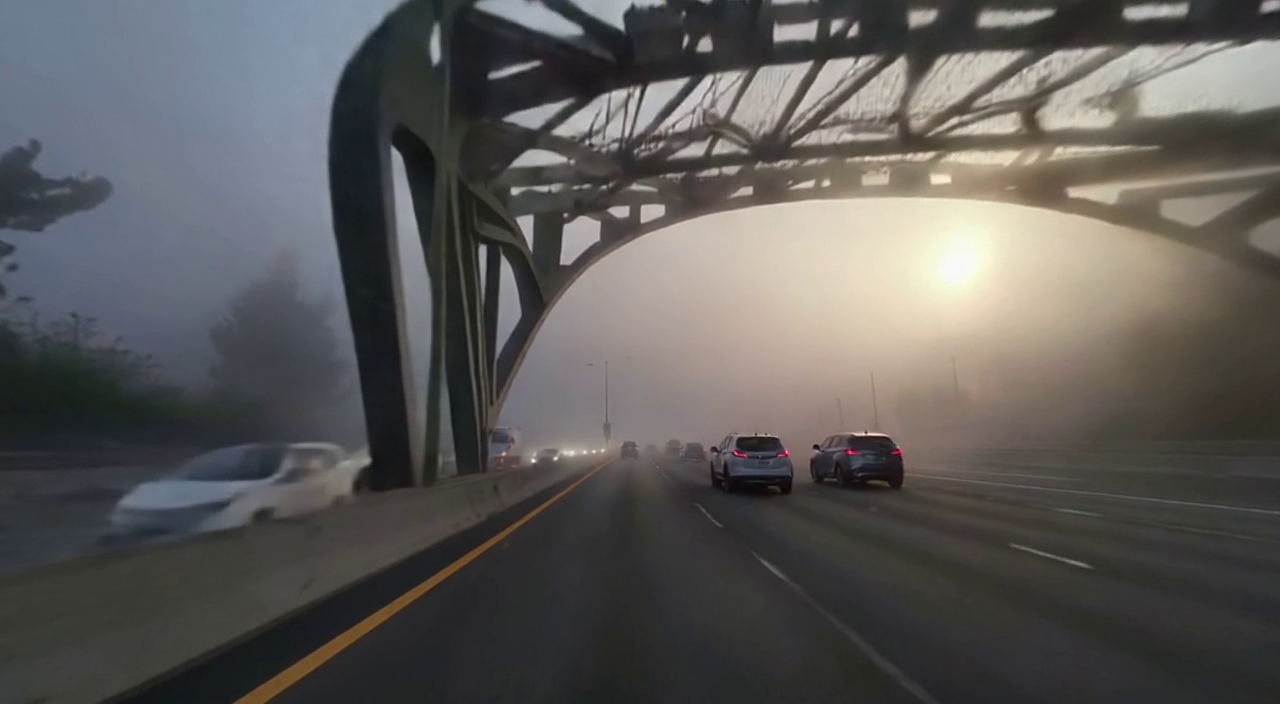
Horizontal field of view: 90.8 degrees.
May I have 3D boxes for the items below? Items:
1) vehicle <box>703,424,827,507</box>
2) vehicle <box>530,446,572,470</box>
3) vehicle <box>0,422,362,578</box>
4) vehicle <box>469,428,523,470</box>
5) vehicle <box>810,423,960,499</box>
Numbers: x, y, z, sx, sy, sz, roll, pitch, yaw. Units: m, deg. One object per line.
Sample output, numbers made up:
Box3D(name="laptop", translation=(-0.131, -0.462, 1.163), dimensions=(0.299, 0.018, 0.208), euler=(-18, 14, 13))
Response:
Box3D(name="vehicle", translation=(2.856, 2.712, 15.513), dimensions=(2.059, 1.711, 4.302), euler=(0, -9, -1))
Box3D(name="vehicle", translation=(-5.737, 6.855, 41.191), dimensions=(2.026, 1.474, 4.578), euler=(0, -9, 0))
Box3D(name="vehicle", translation=(-5.915, 1.902, 8.957), dimensions=(2.019, 1.633, 4.367), euler=(0, -9, -1))
Box3D(name="vehicle", translation=(-10.162, 6.944, 45.205), dimensions=(2.307, 2.726, 6.596), euler=(0, -9, 0))
Box3D(name="vehicle", translation=(6.522, 2.973, 17.606), dimensions=(2.040, 1.801, 4.959), euler=(0, -9, -2))
